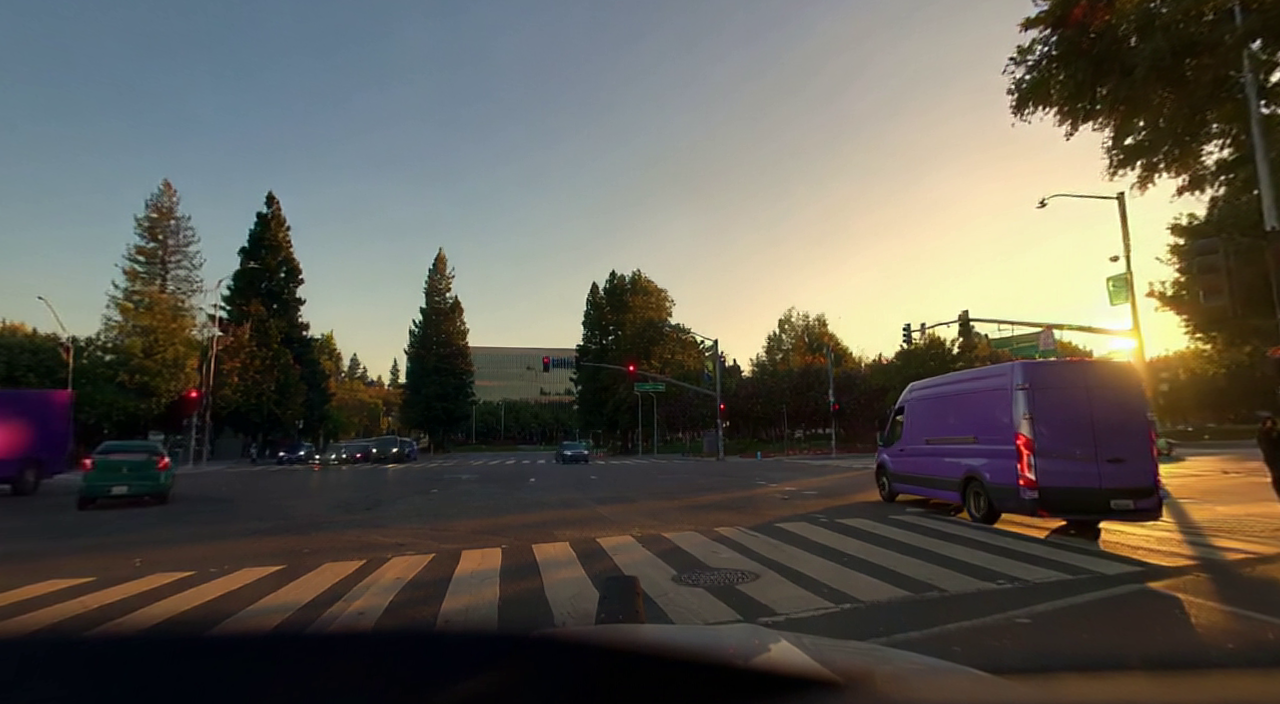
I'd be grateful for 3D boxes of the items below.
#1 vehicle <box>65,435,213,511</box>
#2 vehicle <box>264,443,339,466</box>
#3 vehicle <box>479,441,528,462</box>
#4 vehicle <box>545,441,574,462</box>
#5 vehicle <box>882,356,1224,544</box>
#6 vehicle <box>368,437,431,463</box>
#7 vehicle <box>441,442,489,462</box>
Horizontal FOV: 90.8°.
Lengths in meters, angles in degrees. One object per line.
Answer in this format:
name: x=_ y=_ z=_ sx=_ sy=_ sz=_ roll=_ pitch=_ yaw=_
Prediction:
vehicle: x=-11.697 y=2.788 z=15.118 sx=1.993 sy=1.496 sz=4.524 roll=5 pitch=-10 yaw=-29
vehicle: x=-21.834 y=6.643 z=40.998 sx=1.859 sy=1.415 sz=4.591 roll=-1 pitch=-9 yaw=8
vehicle: x=-10.145 y=7.468 z=47.401 sx=2.097 sy=1.484 sz=4.596 roll=-1 pitch=-9 yaw=7
vehicle: x=-5.593 y=6.951 z=44.236 sx=1.907 sy=1.409 sz=3.909 roll=1 pitch=-9 yaw=-7
vehicle: x=6.545 y=1.690 z=11.172 sx=2.332 sy=2.511 sz=5.326 roll=0 pitch=-9 yaw=0
vehicle: x=-17.383 y=7.150 z=46.000 sx=2.189 sy=1.753 sz=4.785 roll=-1 pitch=-9 yaw=8
vehicle: x=-13.181 y=7.587 z=47.847 sx=1.845 sy=1.426 sz=4.289 roll=-1 pitch=-9 yaw=8
